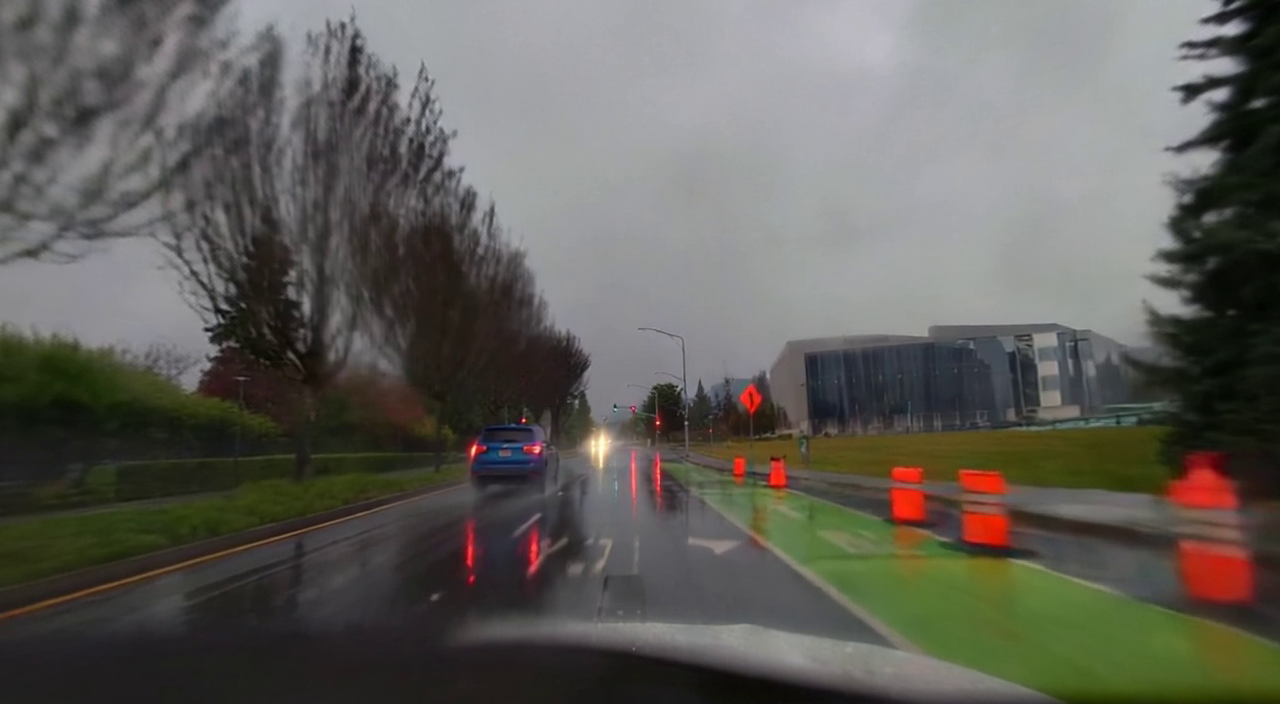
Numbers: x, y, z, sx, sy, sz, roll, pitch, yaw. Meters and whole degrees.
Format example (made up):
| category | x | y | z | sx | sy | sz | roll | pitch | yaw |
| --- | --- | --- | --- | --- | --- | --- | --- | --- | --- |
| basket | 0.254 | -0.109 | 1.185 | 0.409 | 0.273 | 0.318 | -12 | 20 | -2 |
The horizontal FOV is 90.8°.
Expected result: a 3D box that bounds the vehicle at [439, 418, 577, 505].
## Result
| category | x | y | z | sx | sy | sz | roll | pitch | yaw |
| --- | --- | --- | --- | --- | --- | --- | --- | --- | --- |
| vehicle | -2.968 | 2.608 | 15.448 | 2.339 | 1.790 | 4.629 | 0 | -8 | 1 |
